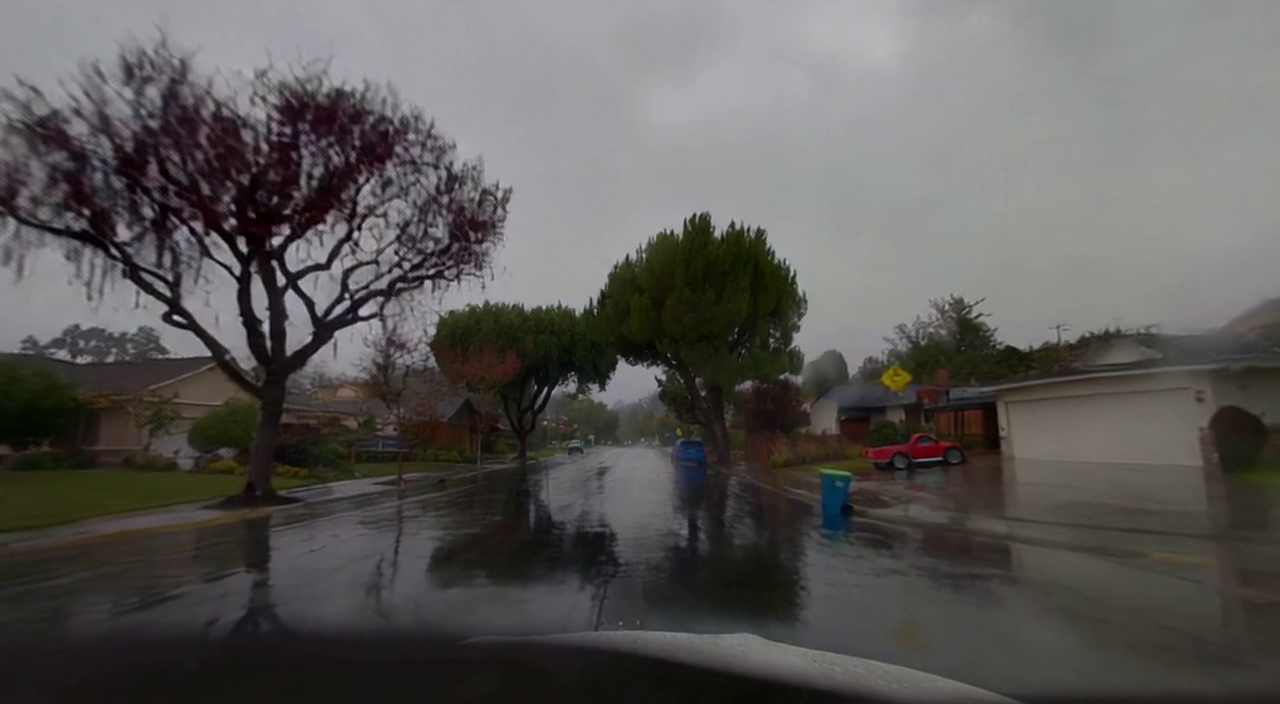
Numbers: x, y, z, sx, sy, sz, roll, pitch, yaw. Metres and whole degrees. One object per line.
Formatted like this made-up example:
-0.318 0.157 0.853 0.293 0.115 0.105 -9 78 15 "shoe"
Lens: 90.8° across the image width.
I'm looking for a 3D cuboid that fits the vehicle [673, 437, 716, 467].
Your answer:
3.094 5.827 36.852 2.114 1.633 4.042 0 -8 0 "vehicle"
